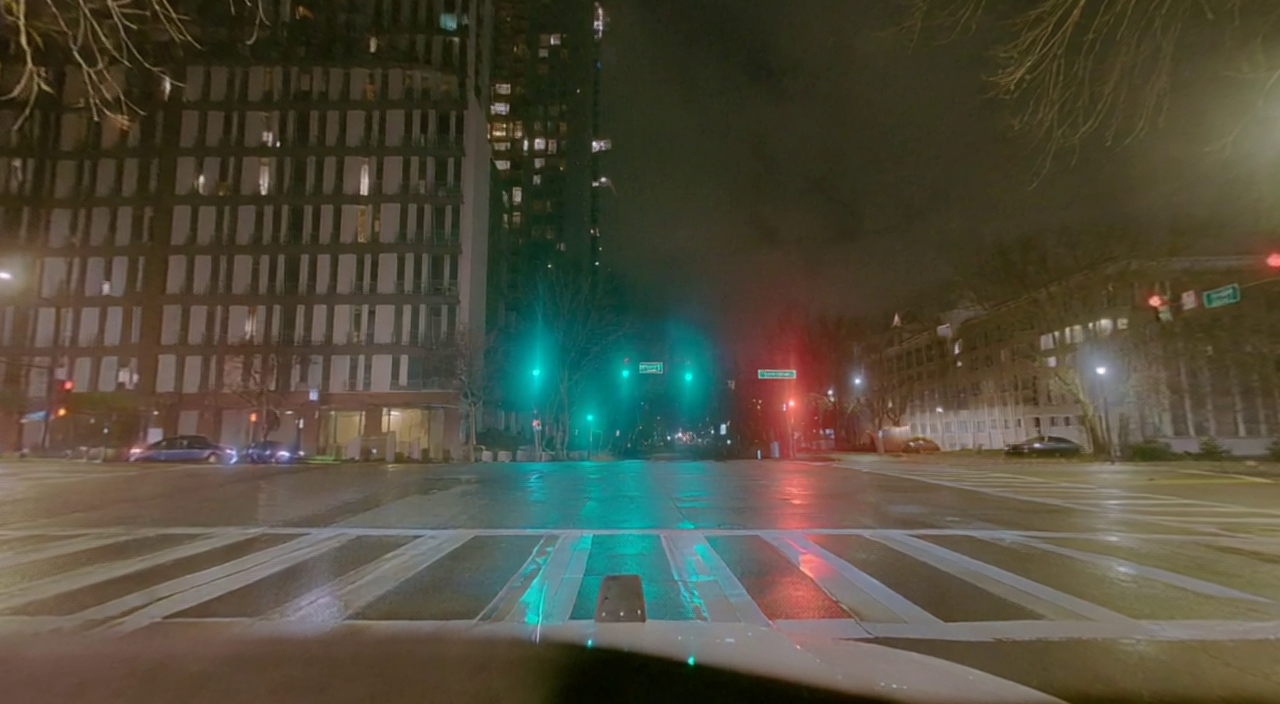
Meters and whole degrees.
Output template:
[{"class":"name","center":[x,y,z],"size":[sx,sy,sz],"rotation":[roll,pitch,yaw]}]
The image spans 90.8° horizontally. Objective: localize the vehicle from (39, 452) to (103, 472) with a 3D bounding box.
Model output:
[{"class":"vehicle","center":[-41.574,8.021,46.253],"size":[1.552,1.339,3.340],"rotation":[-2,-9,0]}]

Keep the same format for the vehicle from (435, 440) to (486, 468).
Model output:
[{"class":"vehicle","center":[-11.941,6.799,42.323],"size":[2.080,1.763,4.341],"rotation":[0,-8,0]}]

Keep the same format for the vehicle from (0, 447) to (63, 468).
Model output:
[{"class":"vehicle","center":[-45.239,7.768,46.610],"size":[1.858,1.467,3.624],"rotation":[0,-8,0]}]

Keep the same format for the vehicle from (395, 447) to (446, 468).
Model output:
[{"class":"vehicle","center":[-15.494,7.446,44.805],"size":[2.056,1.450,4.343],"rotation":[0,-8,1]}]

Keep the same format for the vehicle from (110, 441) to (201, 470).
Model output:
[{"class":"vehicle","center":[-34.880,7.421,45.743],"size":[2.204,1.955,5.518],"rotation":[0,-8,0]}]
